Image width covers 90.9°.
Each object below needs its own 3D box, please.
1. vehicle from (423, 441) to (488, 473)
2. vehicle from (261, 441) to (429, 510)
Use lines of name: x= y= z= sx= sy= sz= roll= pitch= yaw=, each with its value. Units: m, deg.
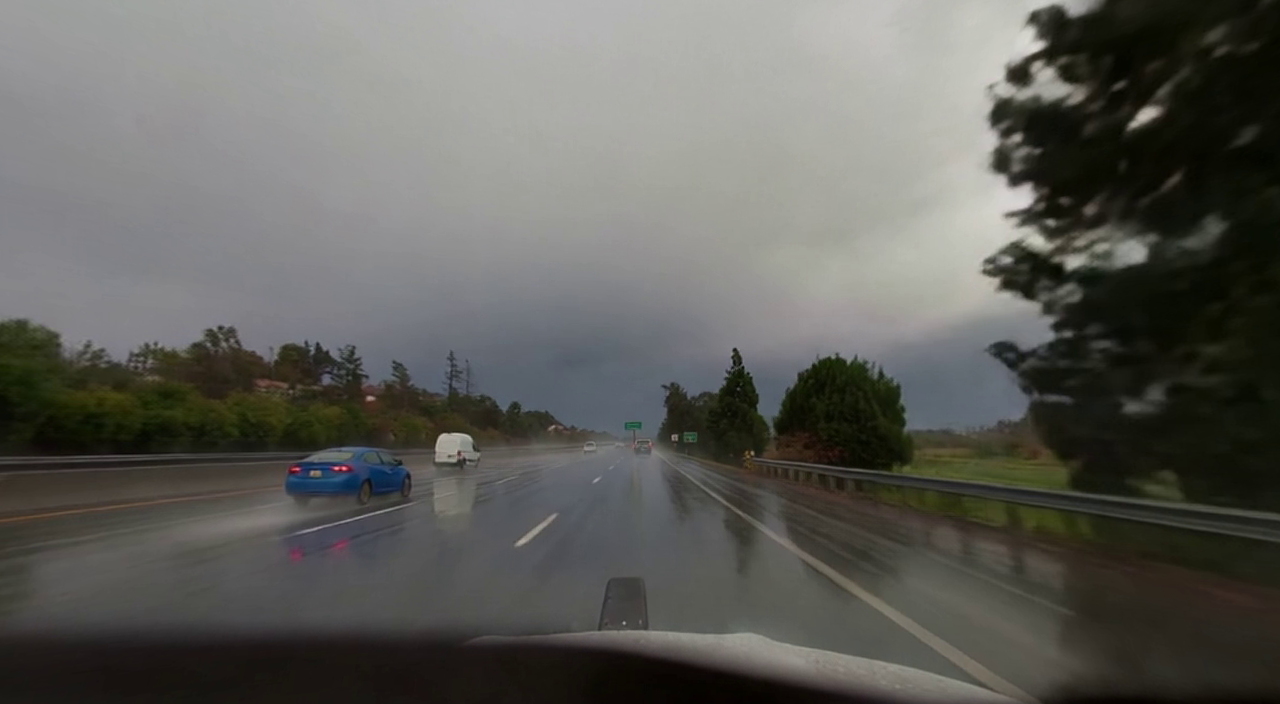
vehicle: x=-10.942 y=6.244 z=37.788 sx=2.249 sy=1.735 sz=5.018 roll=-1 pitch=-8 yaw=2
vehicle: x=-7.270 y=3.048 z=16.224 sx=1.981 sy=1.486 sz=4.735 roll=0 pitch=-8 yaw=1
